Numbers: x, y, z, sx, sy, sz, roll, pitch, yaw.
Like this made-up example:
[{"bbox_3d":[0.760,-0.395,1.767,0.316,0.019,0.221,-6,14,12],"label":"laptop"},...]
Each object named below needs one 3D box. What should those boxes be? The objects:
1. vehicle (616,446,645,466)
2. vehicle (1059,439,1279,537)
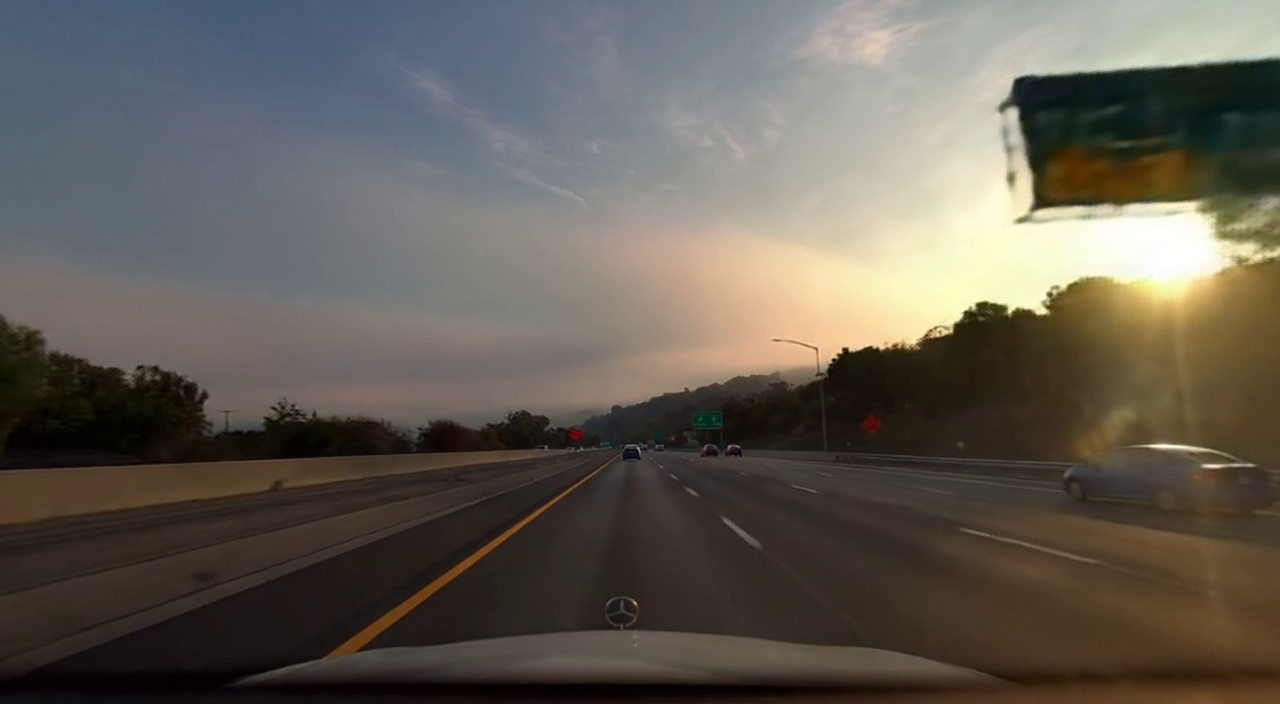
[{"bbox_3d":[-0.651,7.428,45.275,2.004,1.259,3.781,0,-8,0],"label":"vehicle"},{"bbox_3d":[10.740,2.435,12.186,2.024,1.481,4.747,0,-8,-1],"label":"vehicle"}]
